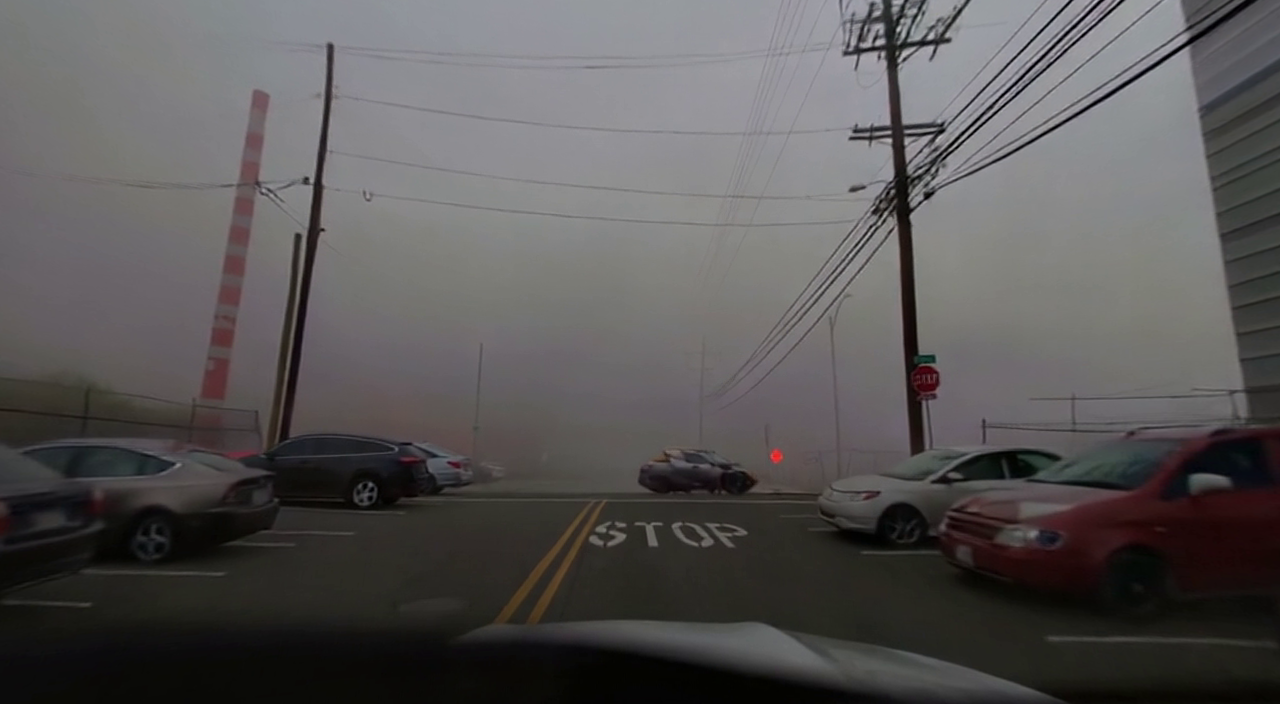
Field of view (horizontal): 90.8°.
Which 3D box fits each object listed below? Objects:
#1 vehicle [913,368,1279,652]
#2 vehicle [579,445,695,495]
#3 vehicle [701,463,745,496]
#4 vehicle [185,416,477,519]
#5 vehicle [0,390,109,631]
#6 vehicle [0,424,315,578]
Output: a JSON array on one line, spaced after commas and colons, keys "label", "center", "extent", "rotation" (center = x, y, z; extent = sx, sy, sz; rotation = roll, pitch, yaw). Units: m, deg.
[{"label": "vehicle", "center": [4.889, 1.274, 5.127], "extent": [4.450, 1.719, 2.066], "rotation": [4, -10, 1]}, {"label": "vehicle", "center": [-0.106, 4.367, 23.622], "extent": [4.157, 1.754, 1.835], "rotation": [0, -8, -1]}, {"label": "vehicle", "center": [5.059, 7.828, 39.159], "extent": [2.007, 1.804, 4.136], "rotation": [0, -8, -2]}, {"label": "vehicle", "center": [-6.332, 2.430, 13.473], "extent": [5.025, 1.648, 2.055], "rotation": [4, -9, 0]}, {"label": "vehicle", "center": [-6.673, 1.132, 4.449], "extent": [4.082, 1.723, 1.896], "rotation": [0, -9, 0]}, {"label": "vehicle", "center": [-6.942, 1.691, 7.780], "extent": [4.713, 1.440, 1.984], "rotation": [3, -9, 2]}]
